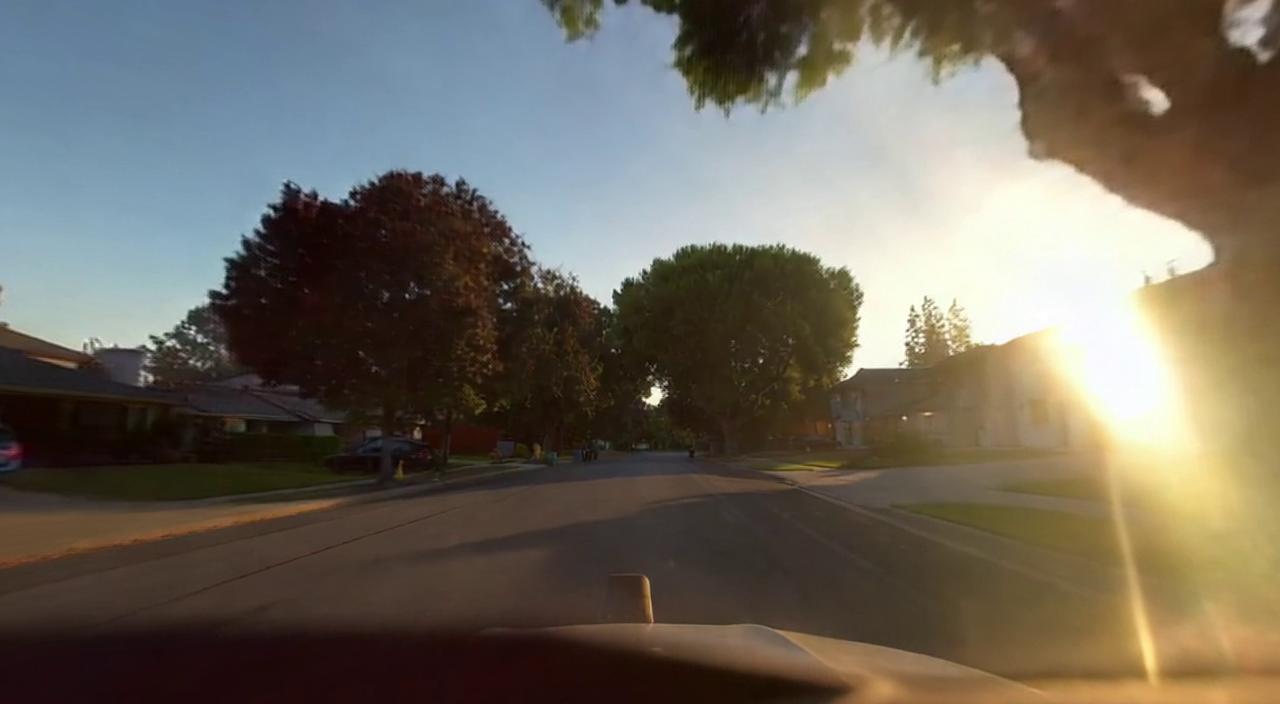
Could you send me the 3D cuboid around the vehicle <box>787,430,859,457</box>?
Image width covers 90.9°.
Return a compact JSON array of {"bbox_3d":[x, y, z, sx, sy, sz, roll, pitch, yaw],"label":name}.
[{"bbox_3d":[13.312,6.714,46.077,4.581,1.853,2.024,2,-8,-6],"label":"vehicle"}]
